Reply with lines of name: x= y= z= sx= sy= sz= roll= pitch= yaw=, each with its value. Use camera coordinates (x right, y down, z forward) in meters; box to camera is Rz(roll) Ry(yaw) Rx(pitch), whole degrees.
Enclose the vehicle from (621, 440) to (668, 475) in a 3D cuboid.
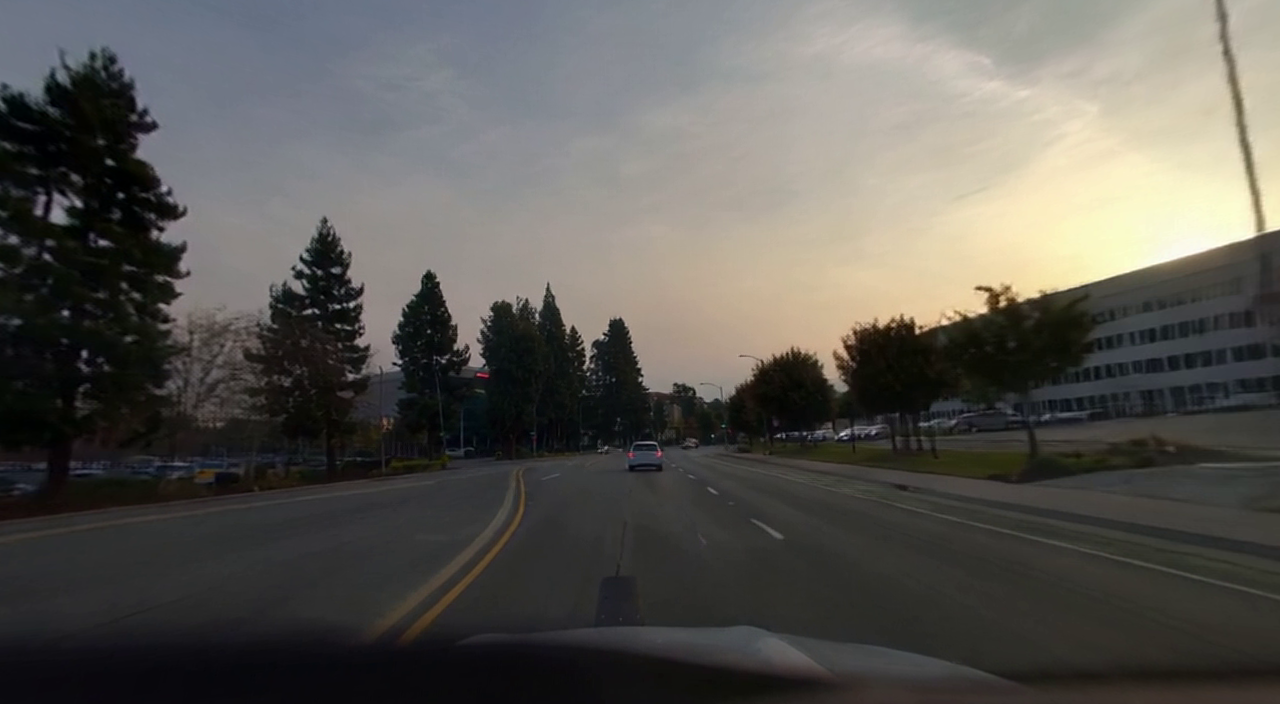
vehicle: x=0.223 y=5.255 z=31.649 sx=2.181 sy=1.639 sz=4.127 roll=0 pitch=-9 yaw=0
